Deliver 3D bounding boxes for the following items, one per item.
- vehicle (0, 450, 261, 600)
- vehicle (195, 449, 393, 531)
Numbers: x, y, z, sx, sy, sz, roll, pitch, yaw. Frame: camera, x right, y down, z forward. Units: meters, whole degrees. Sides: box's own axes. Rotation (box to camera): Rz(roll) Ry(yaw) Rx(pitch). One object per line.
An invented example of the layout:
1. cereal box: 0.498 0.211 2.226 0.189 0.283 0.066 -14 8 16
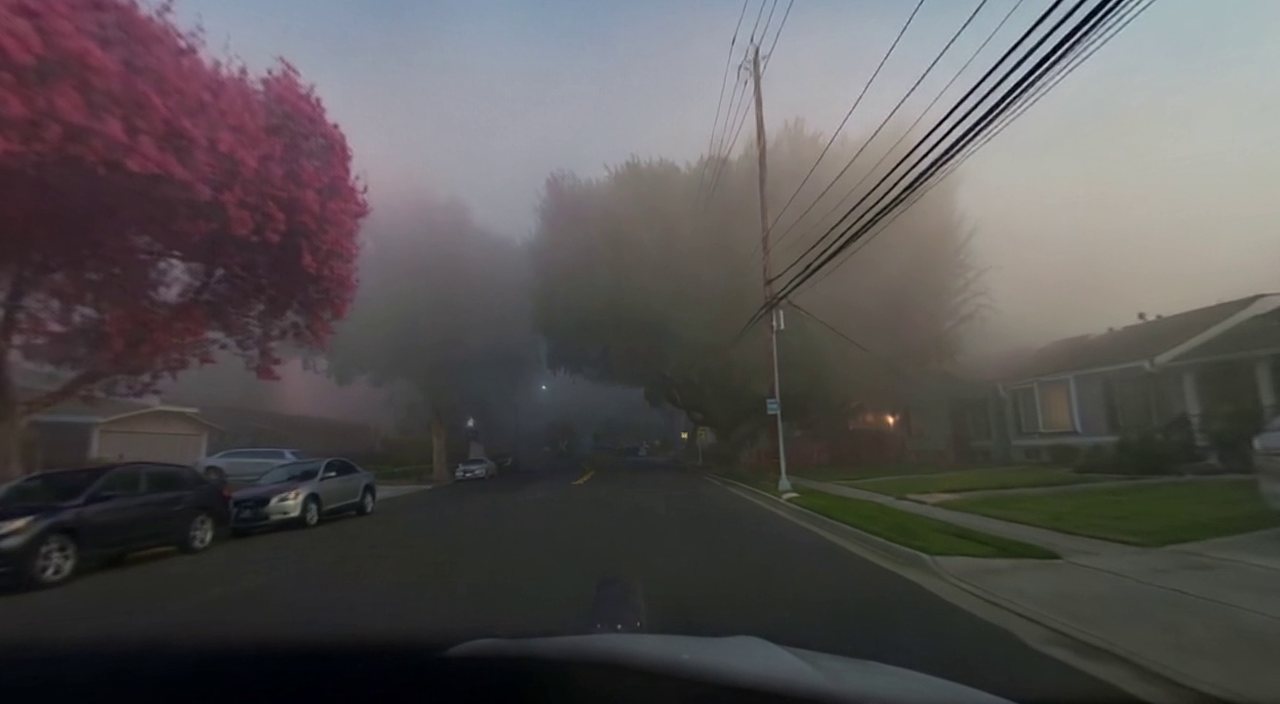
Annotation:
1. vehicle: -7.529 2.087 8.459 2.034 1.493 4.524 0 -9 1
2. vehicle: -7.288 2.908 13.931 1.896 1.484 4.298 0 -9 0
